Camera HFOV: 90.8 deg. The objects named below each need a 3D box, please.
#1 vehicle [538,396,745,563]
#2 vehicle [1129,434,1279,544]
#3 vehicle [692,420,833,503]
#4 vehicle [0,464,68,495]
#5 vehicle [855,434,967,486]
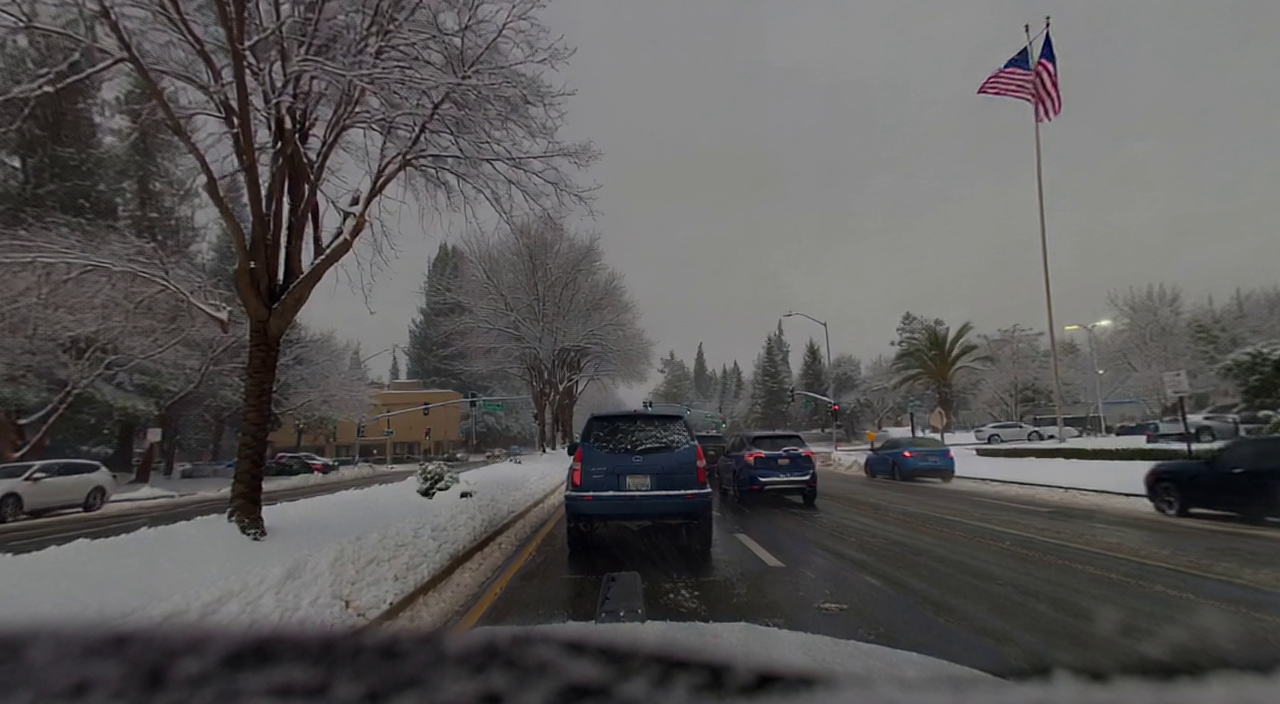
[{"bbox_3d":[-0.043,1.826,9.727,2.402,1.938,4.535,0,-9,-2],"label":"vehicle"},{"bbox_3d":[9.746,1.944,9.122,1.967,1.485,4.267,0,-9,1],"label":"vehicle"},{"bbox_3d":[3.274,3.159,18.703,2.773,2.021,6.212,0,-9,-2],"label":"vehicle"},{"bbox_3d":[-45.859,9.168,45.667,6.410,2.078,2.584,0,-9,0],"label":"vehicle"},{"bbox_3d":[10.095,4.048,23.998,2.155,1.779,4.582,0,-9,-1],"label":"vehicle"}]
